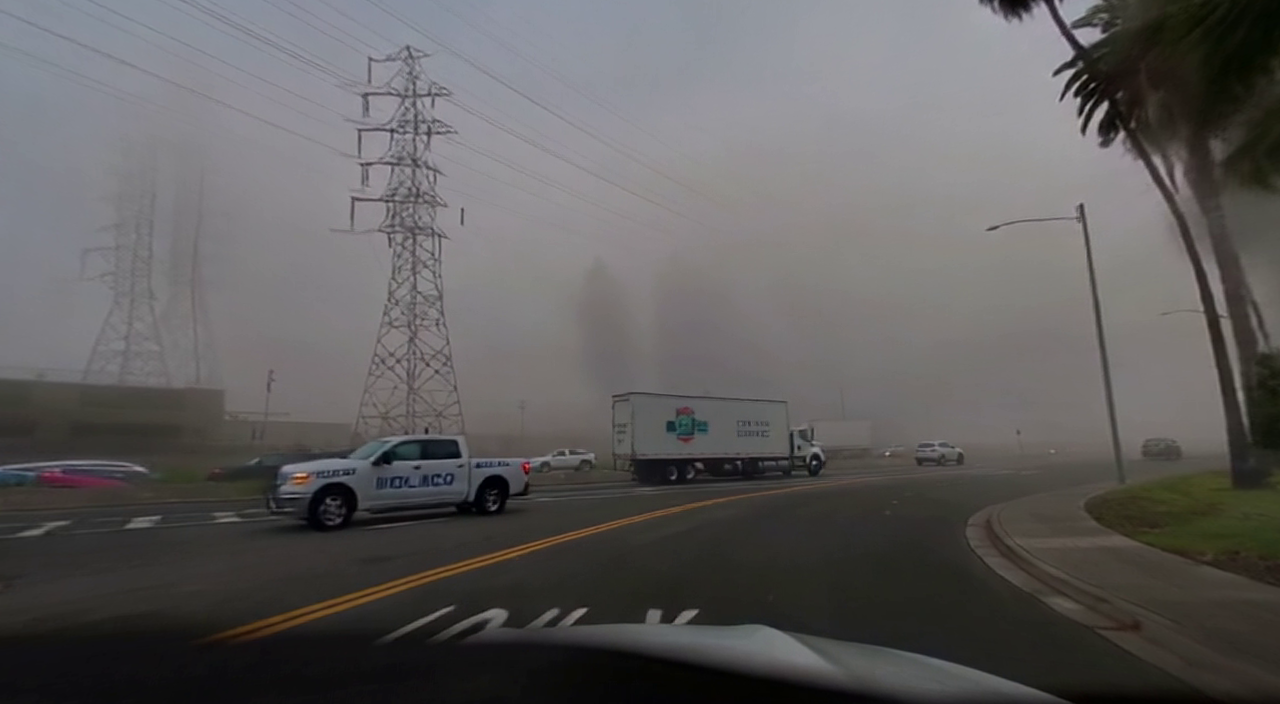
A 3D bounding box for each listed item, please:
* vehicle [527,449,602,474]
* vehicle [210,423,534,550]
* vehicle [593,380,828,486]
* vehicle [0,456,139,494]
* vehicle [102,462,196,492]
[{"bbox_3d":[-4.772,6.917,40.015,4.419,1.451,1.792,6,-11,-38],"label":"vehicle"},{"bbox_3d":[-4.756,2.379,11.929,2.101,1.848,5.132,-9,-12,44],"label":"vehicle"},{"bbox_3d":[3.538,3.709,28.304,11.567,3.933,2.903,6,-11,-37],"label":"vehicle"},{"bbox_3d":[-23.616,5.032,26.121,4.325,1.388,1.748,7,-11,-37],"label":"vehicle"},{"bbox_3d":[-27.448,6.962,35.358,4.004,1.375,1.673,6,-9,-38],"label":"vehicle"}]
